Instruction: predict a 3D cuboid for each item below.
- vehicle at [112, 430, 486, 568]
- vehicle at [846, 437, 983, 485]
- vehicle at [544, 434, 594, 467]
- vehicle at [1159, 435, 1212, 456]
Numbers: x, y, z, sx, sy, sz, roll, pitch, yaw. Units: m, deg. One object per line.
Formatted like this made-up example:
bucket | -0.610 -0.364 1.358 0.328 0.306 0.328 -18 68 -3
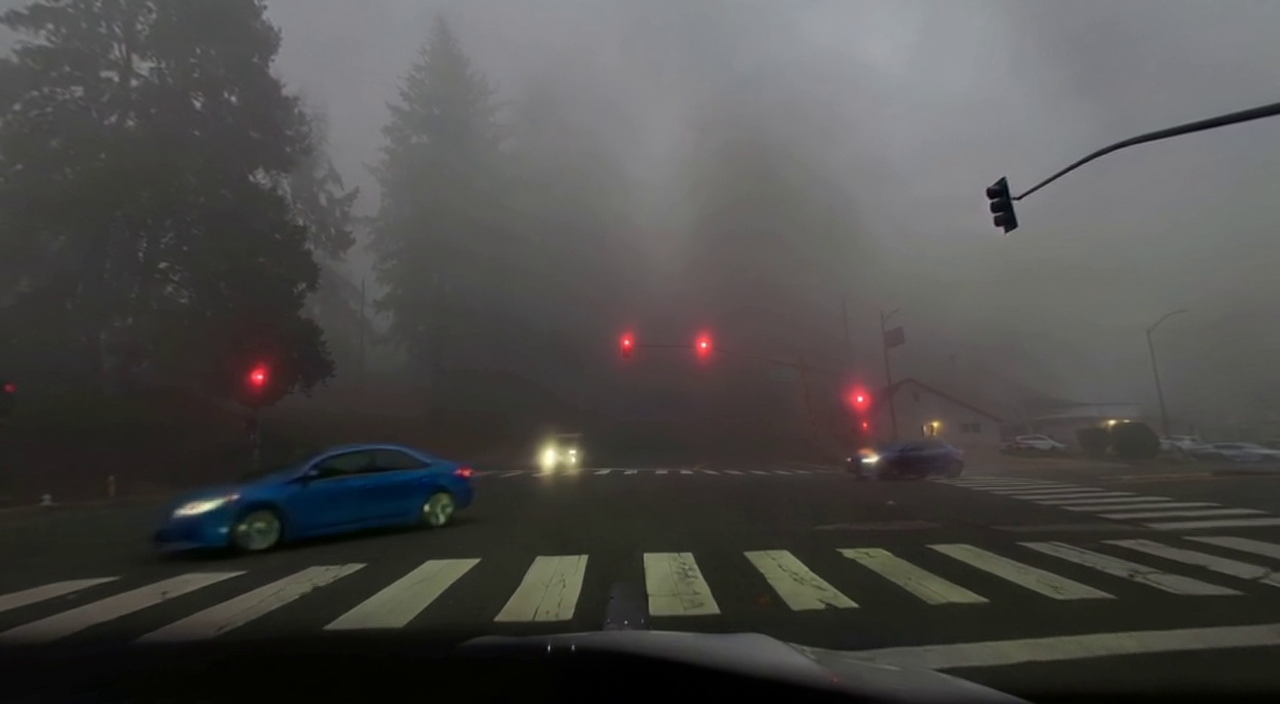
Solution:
vehicle | -4.530 1.957 9.301 1.864 1.482 4.528 -4 -10 26
vehicle | 9.651 3.781 22.144 4.377 1.523 1.877 4 -9 -24
vehicle | -3.691 5.227 33.516 2.140 1.638 4.259 0 -8 1
vehicle | 42.787 7.347 49.401 4.133 1.561 1.824 5 -10 -31
